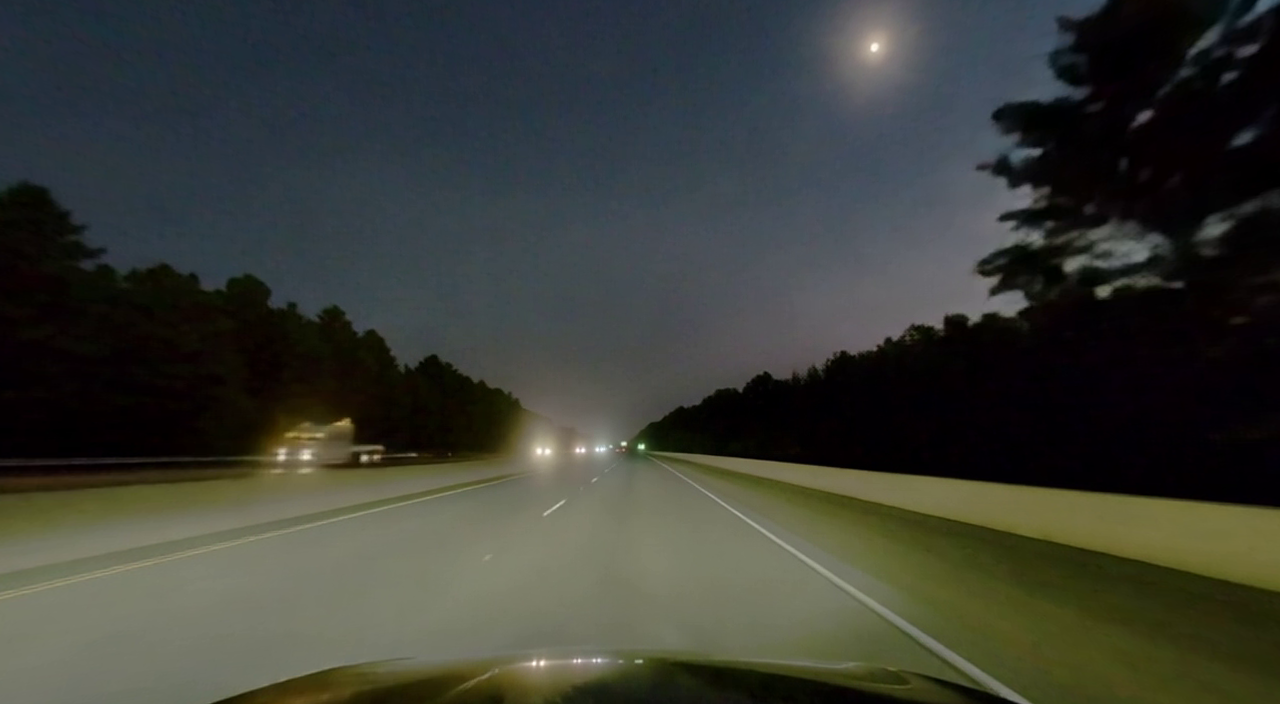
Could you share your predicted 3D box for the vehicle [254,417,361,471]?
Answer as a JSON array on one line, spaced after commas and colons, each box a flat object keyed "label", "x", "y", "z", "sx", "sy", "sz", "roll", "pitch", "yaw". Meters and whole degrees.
[{"label": "vehicle", "x": -16.283, "y": 4.600, "z": 31.326, "sx": 2.300, "sy": 2.421, "sz": 5.411, "roll": 0, "pitch": -9, "yaw": 0}]
